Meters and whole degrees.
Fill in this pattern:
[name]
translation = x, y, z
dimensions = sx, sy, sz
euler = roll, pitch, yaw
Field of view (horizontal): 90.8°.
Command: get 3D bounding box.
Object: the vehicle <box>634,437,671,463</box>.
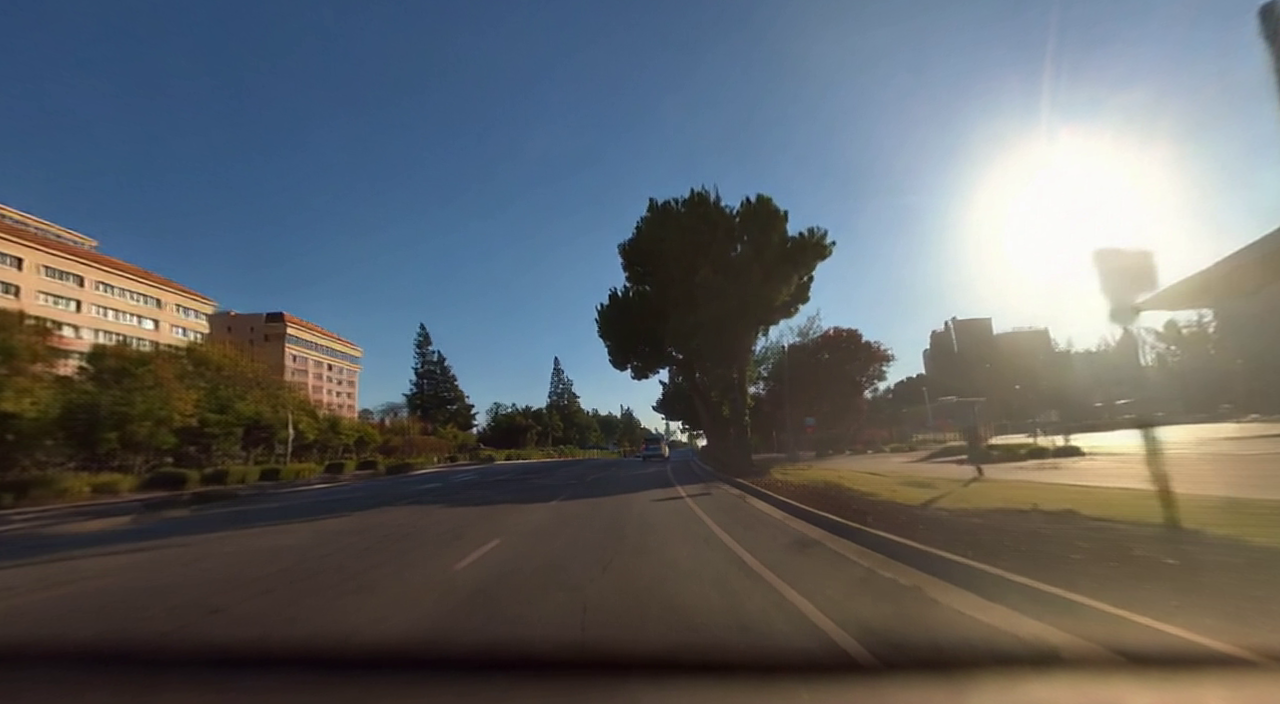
[vehicle]
translation = 0.963, 7.180, 46.297
dimensions = 2.370, 1.781, 4.440
euler = -1, -9, 5
